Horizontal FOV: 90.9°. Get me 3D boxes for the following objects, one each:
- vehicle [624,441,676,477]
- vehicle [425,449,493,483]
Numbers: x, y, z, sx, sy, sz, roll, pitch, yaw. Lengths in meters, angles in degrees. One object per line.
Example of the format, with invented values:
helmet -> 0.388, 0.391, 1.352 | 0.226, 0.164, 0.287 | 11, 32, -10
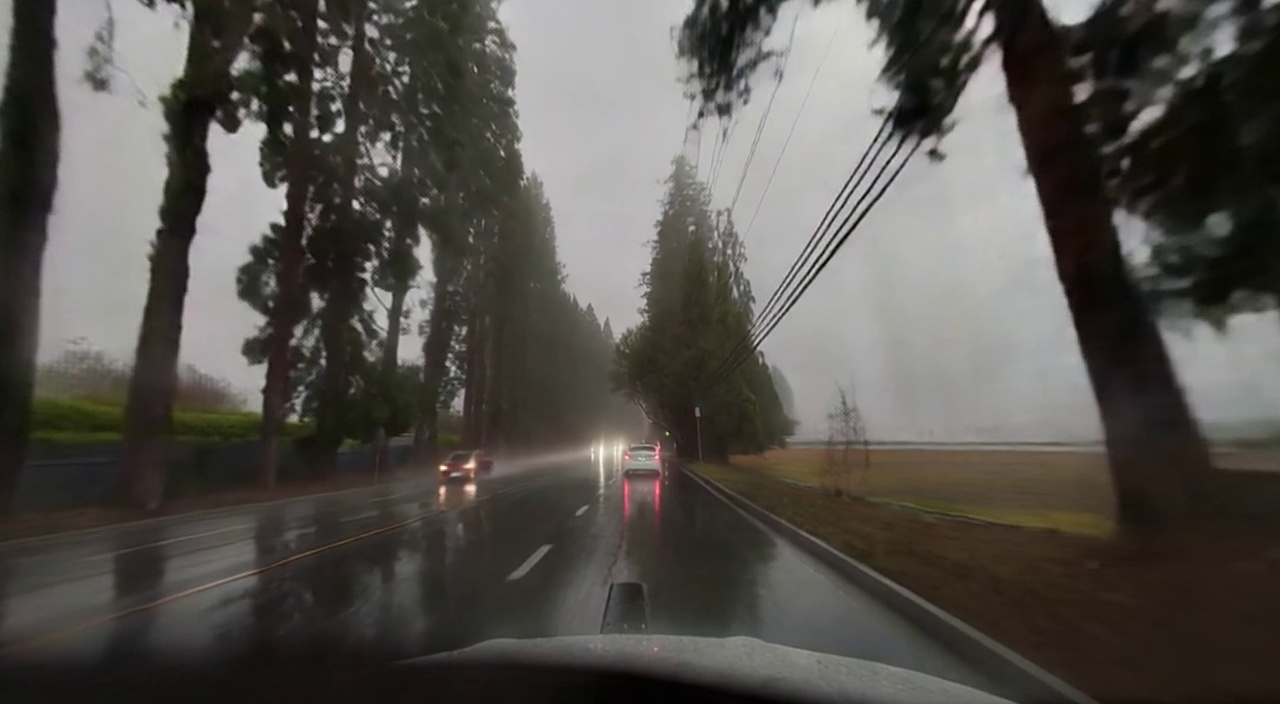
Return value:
vehicle -> 0.460, 4.835, 28.719 | 2.153, 1.461, 4.374 | -1, -9, 1
vehicle -> -8.894, 5.633, 31.361 | 2.061, 1.516, 4.121 | -1, -9, 1
